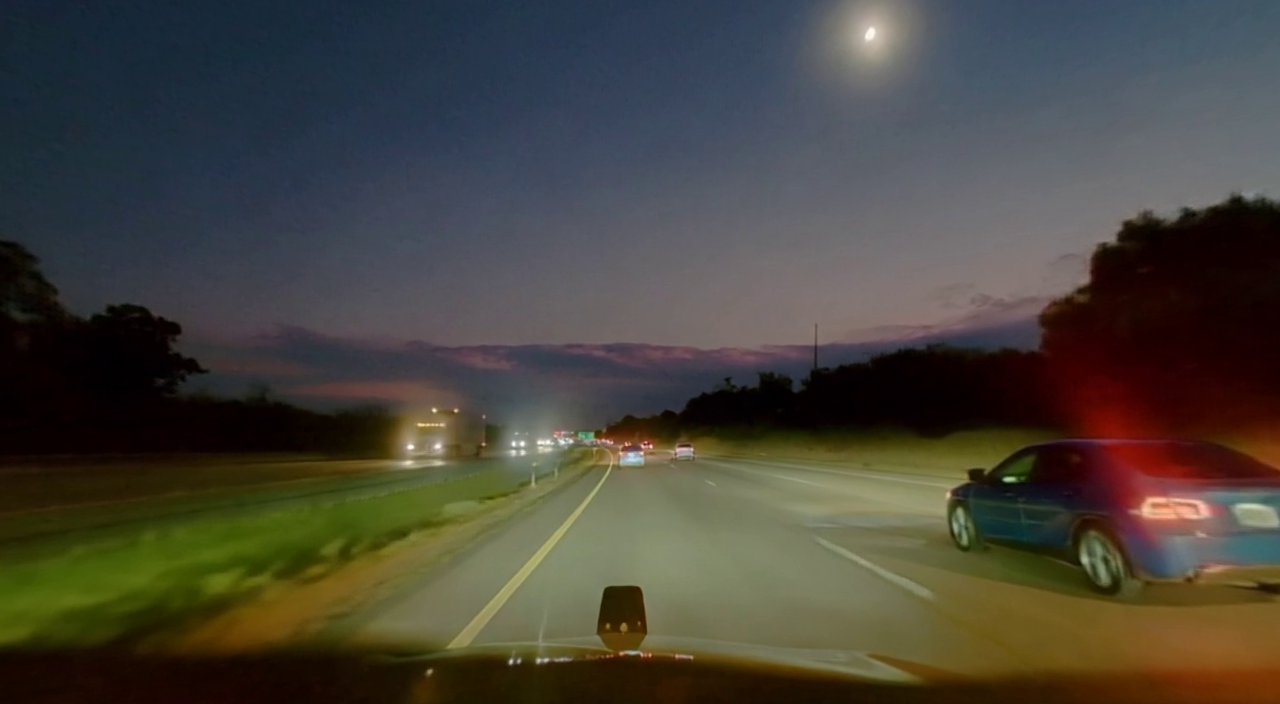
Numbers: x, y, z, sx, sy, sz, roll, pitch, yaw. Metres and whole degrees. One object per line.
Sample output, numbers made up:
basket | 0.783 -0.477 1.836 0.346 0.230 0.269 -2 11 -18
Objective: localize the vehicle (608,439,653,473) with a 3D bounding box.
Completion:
vehicle | -0.486 5.037 30.554 2.050 1.534 3.771 0 -9 -2

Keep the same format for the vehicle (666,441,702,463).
vehicle | 3.091 7.189 45.186 2.008 1.504 4.291 1 -9 -4

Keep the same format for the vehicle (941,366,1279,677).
vehicle | 4.382 1.157 4.998 2.013 1.623 3.916 0 -9 0
